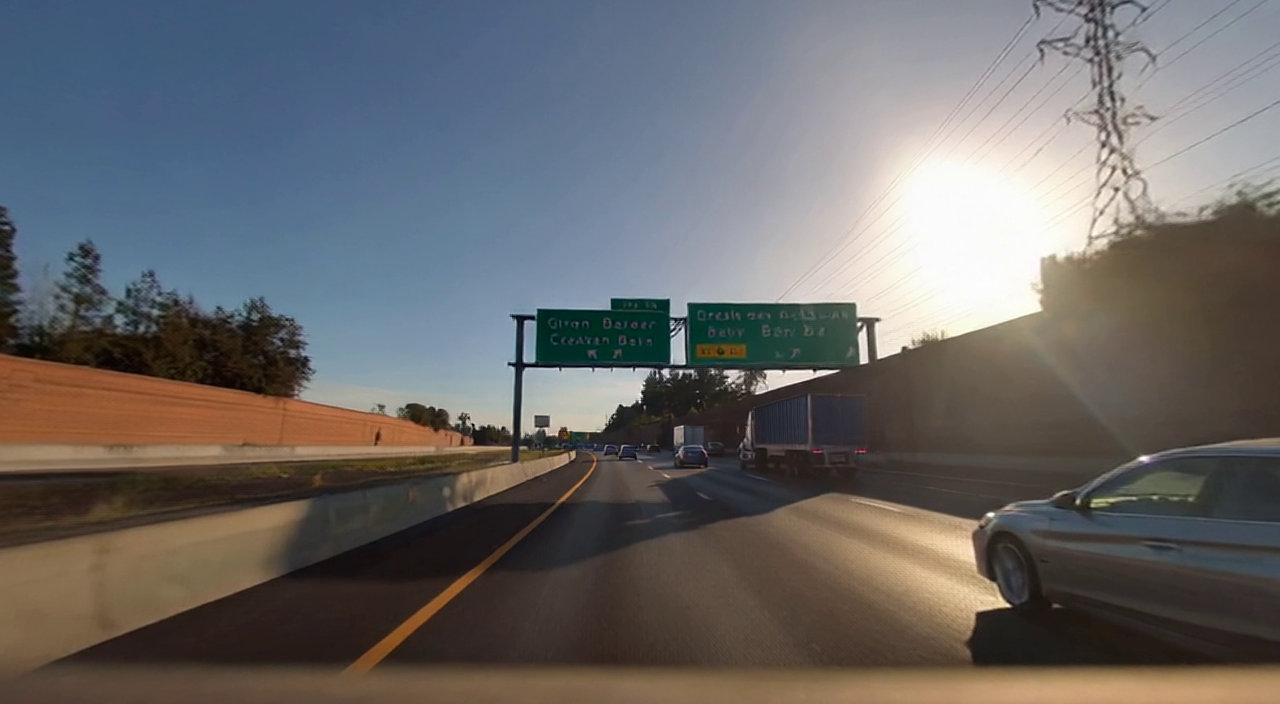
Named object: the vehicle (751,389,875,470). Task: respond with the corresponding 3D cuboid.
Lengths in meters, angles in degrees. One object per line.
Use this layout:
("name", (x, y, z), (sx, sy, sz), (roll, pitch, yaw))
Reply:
("vehicle", (10.225, 5.109, 40.145), (2.914, 4.134, 15.553), (0, -9, -2))

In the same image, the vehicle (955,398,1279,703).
("vehicle", (3.498, 0.976, 2.872), (1.922, 1.465, 4.165), (0, -9, -1))

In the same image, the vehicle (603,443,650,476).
("vehicle", (-0.671, 5.131, 30.438), (2.083, 1.477, 3.965), (0, -9, -2))

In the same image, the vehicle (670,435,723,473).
("vehicle", (2.877, 5.326, 33.203), (2.114, 1.849, 4.692), (0, -9, -3))
